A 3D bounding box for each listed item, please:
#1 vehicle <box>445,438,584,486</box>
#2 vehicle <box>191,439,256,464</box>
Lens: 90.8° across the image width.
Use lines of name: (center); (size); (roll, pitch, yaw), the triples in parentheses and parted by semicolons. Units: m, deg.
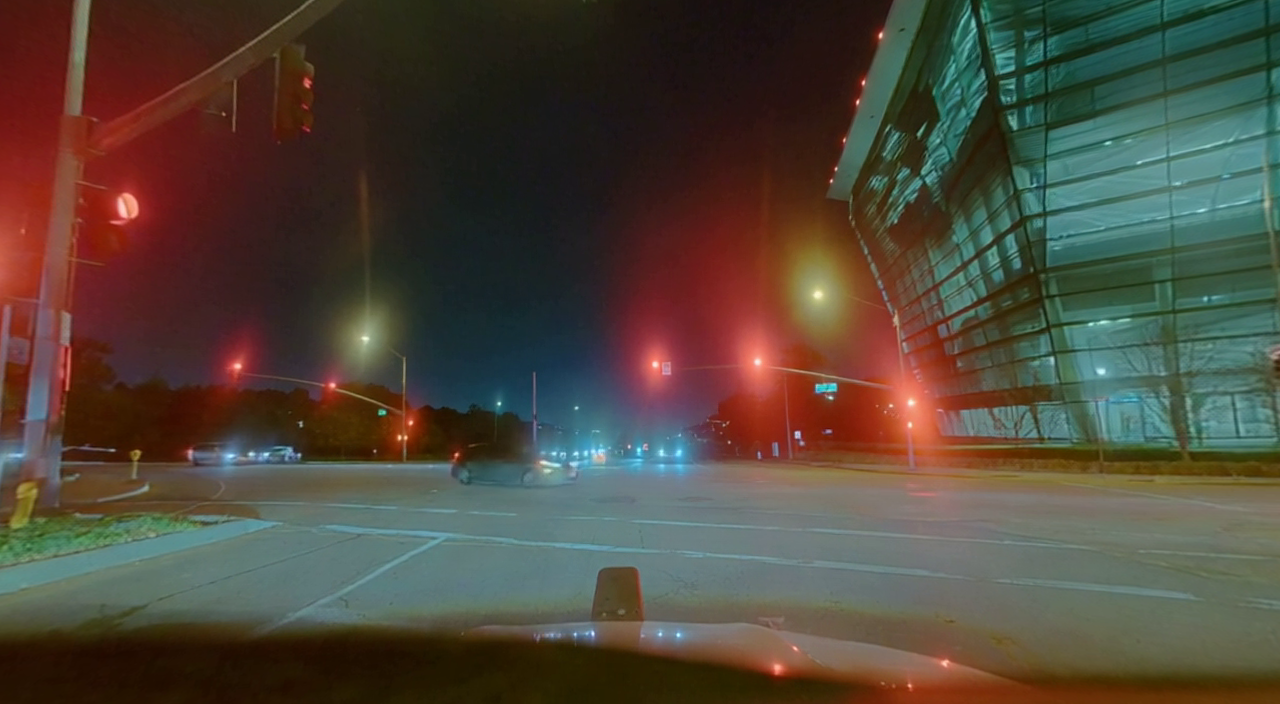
vehicle: (-4.343, 3.703, 21.522); (4.798, 1.461, 1.939); (-7, -11, 37)
vehicle: (-27.393, 6.526, 41.519); (4.110, 1.511, 1.883); (-5, -10, 30)
